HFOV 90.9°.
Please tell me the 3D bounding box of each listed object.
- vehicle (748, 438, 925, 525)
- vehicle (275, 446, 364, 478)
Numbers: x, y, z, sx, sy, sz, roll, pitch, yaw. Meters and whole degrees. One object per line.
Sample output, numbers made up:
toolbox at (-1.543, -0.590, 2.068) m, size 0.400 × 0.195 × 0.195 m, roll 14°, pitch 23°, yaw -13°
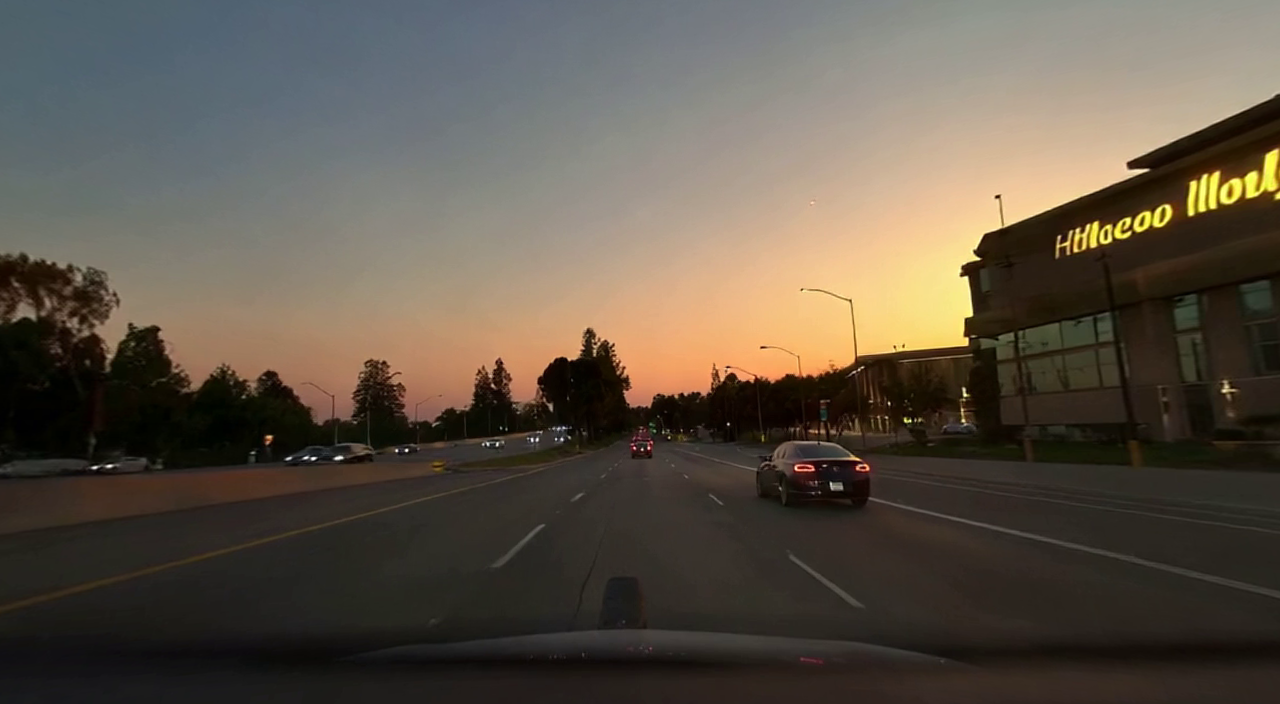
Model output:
vehicle at (3.659, 2.481, 12.723) m, size 2.069 × 1.431 × 4.313 m, roll 0°, pitch -8°, yaw -2°
vehicle at (-16.309, 5.575, 32.381) m, size 2.187 × 1.484 × 4.485 m, roll 0°, pitch -8°, yaw 0°
